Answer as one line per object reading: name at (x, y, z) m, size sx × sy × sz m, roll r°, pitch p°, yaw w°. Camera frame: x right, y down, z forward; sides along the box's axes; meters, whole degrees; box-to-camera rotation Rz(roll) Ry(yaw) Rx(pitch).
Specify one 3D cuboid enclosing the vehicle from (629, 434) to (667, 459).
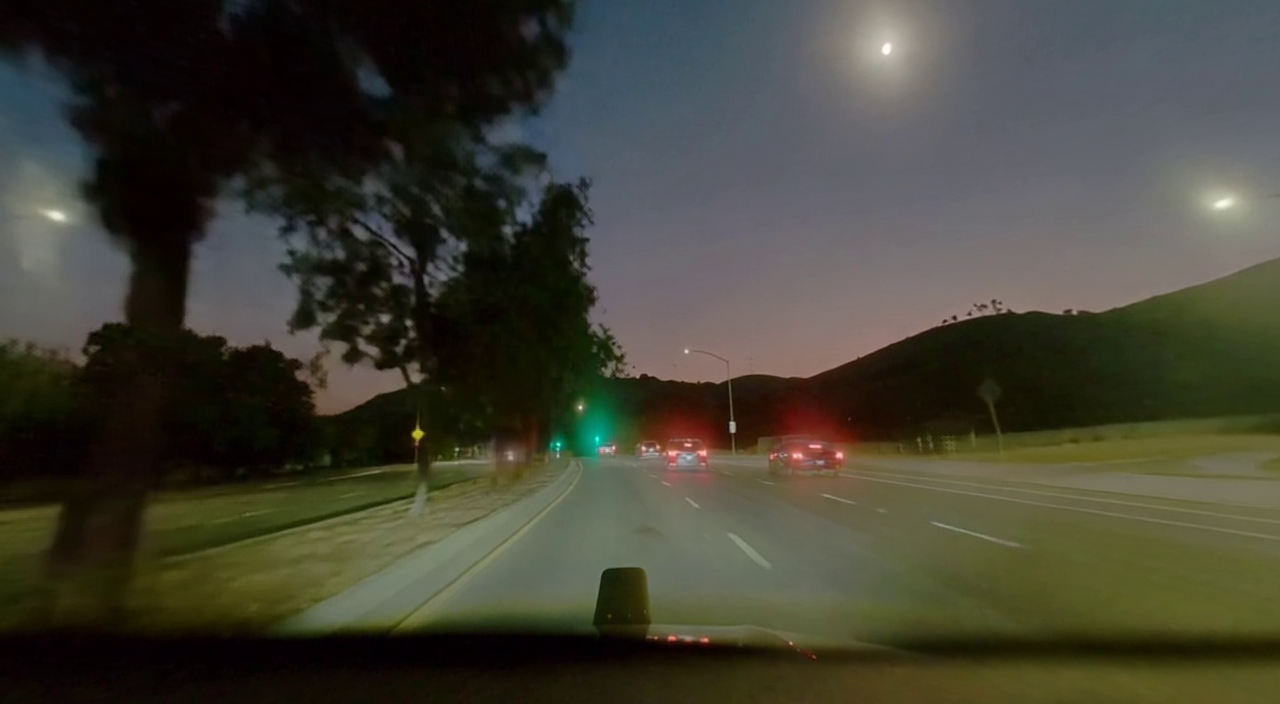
vehicle at (0.547, 7.255, 48.313) m, size 2.210 × 1.788 × 4.293 m, roll 1°, pitch -8°, yaw -8°

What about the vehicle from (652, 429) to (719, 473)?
vehicle at (1.880, 4.294, 27.460) m, size 2.253 × 1.756 × 4.313 m, roll 1°, pitch -8°, yaw -4°
